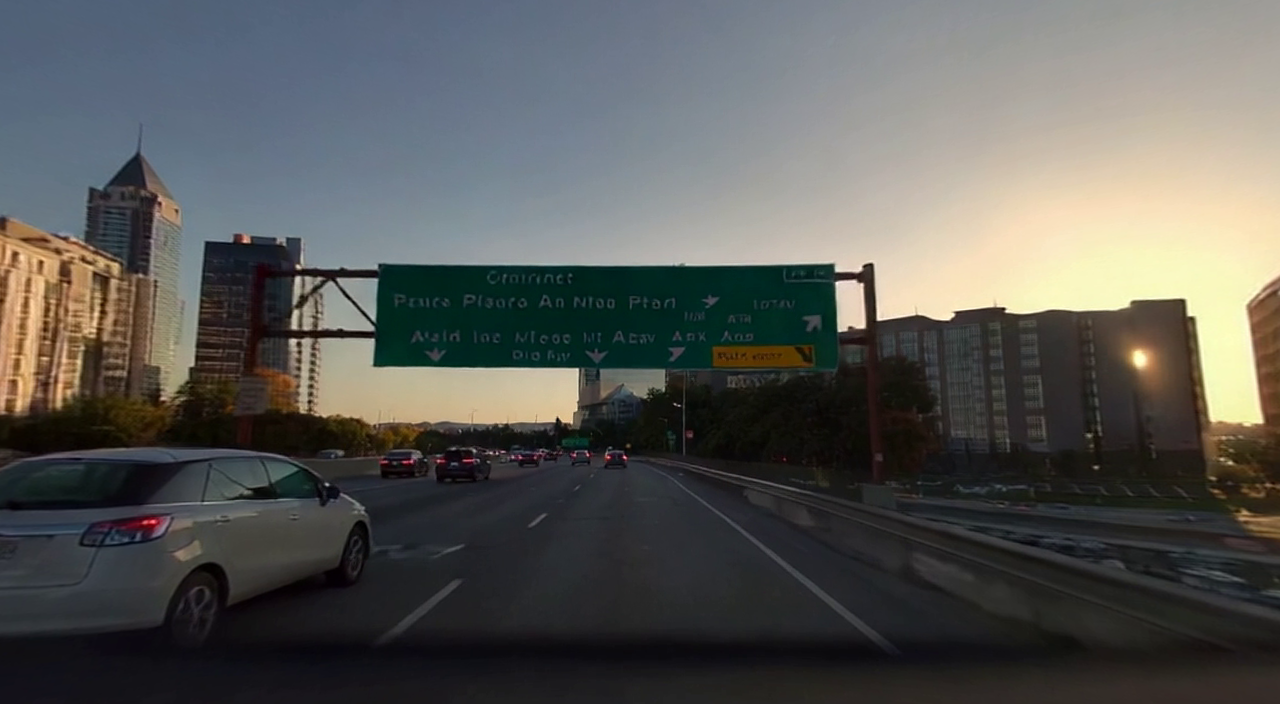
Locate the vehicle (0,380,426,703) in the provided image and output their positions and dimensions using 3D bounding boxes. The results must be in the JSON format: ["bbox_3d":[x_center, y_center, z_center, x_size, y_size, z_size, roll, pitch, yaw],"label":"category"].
[{"bbox_3d":[-3.605,1.330,5.149,2.036,1.717,4.592,0,-9,1],"label":"vehicle"}]

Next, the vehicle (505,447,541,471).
[{"bbox_3d":[-8.957,8.200,48.534,2.065,1.689,4.399,0,-9,-2],"label":"vehicle"}]

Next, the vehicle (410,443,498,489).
[{"bbox_3d":[-7.194,4.436,24.883,2.075,1.642,4.638,0,-9,0],"label":"vehicle"}]
